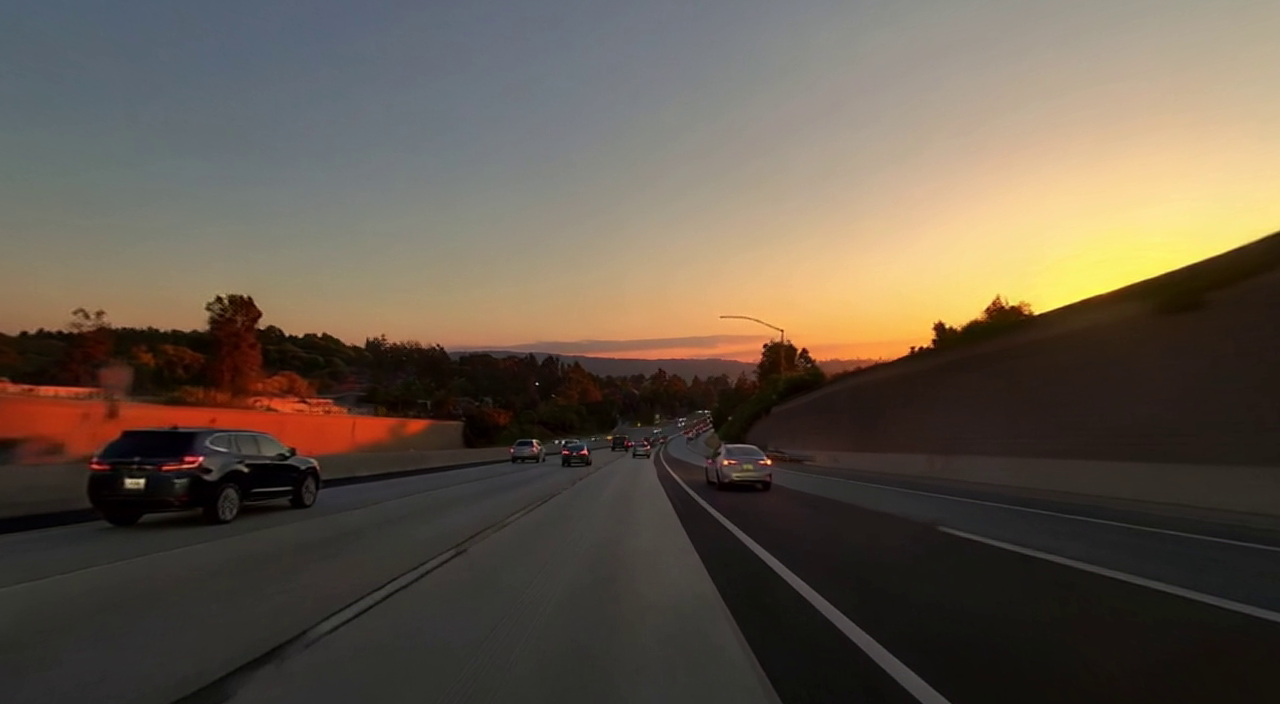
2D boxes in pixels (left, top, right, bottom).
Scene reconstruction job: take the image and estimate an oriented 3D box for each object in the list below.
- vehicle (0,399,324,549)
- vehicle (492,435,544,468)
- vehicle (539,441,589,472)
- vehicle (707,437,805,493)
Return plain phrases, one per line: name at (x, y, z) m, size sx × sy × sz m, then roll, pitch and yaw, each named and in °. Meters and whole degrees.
vehicle at (-7.365, 1.858, 10.144) m, size 2.142 × 1.849 × 4.566 m, roll 0°, pitch -9°, yaw 0°
vehicle at (-7.109, 5.831, 37.110) m, size 2.111 × 1.811 × 4.391 m, roll 0°, pitch -9°, yaw 1°
vehicle at (-3.873, 5.413, 32.727) m, size 2.071 × 1.478 × 4.130 m, roll 0°, pitch -9°, yaw 0°
vehicle at (3.438, 3.458, 19.621) m, size 2.141 × 1.507 × 4.510 m, roll 0°, pitch -9°, yaw -1°
